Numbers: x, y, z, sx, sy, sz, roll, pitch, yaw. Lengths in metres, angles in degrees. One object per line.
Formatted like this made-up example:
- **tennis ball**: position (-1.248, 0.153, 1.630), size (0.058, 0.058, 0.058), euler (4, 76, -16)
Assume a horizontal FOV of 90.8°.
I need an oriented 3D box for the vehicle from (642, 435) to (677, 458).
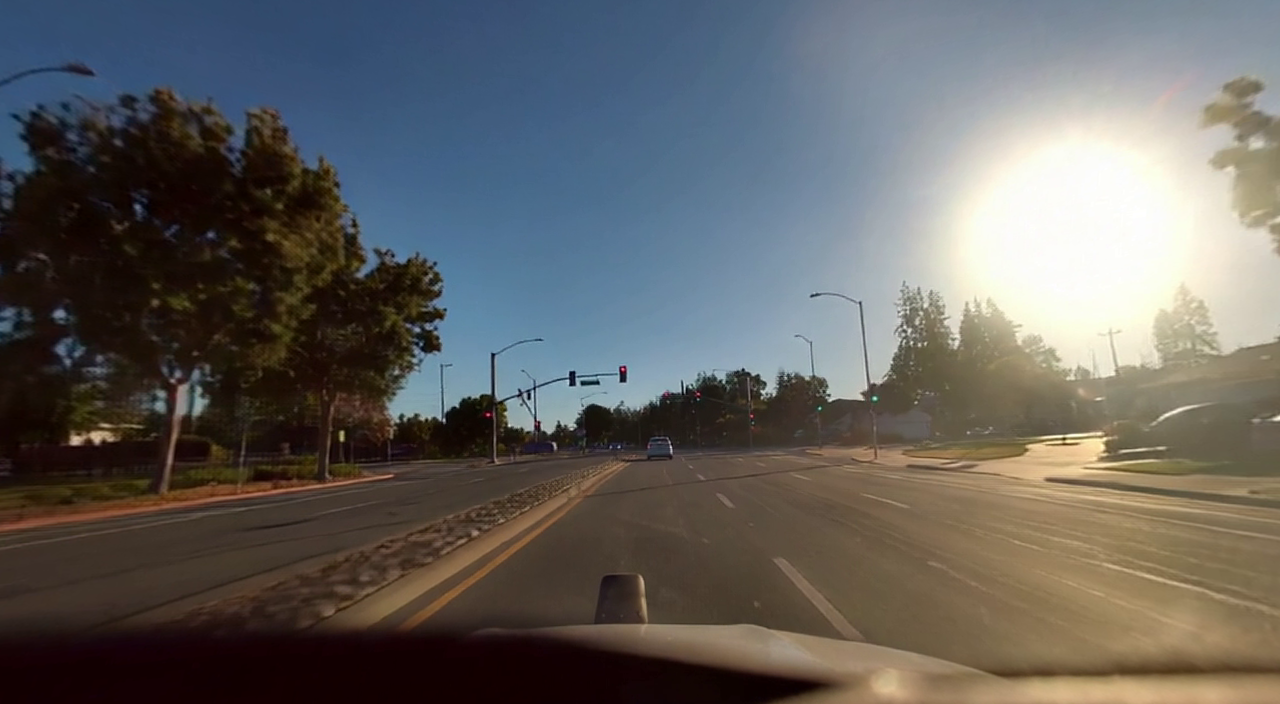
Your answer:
- **vehicle**: position (1.498, 6.987, 46.603), size (2.074, 1.570, 3.647), euler (0, -8, 9)
